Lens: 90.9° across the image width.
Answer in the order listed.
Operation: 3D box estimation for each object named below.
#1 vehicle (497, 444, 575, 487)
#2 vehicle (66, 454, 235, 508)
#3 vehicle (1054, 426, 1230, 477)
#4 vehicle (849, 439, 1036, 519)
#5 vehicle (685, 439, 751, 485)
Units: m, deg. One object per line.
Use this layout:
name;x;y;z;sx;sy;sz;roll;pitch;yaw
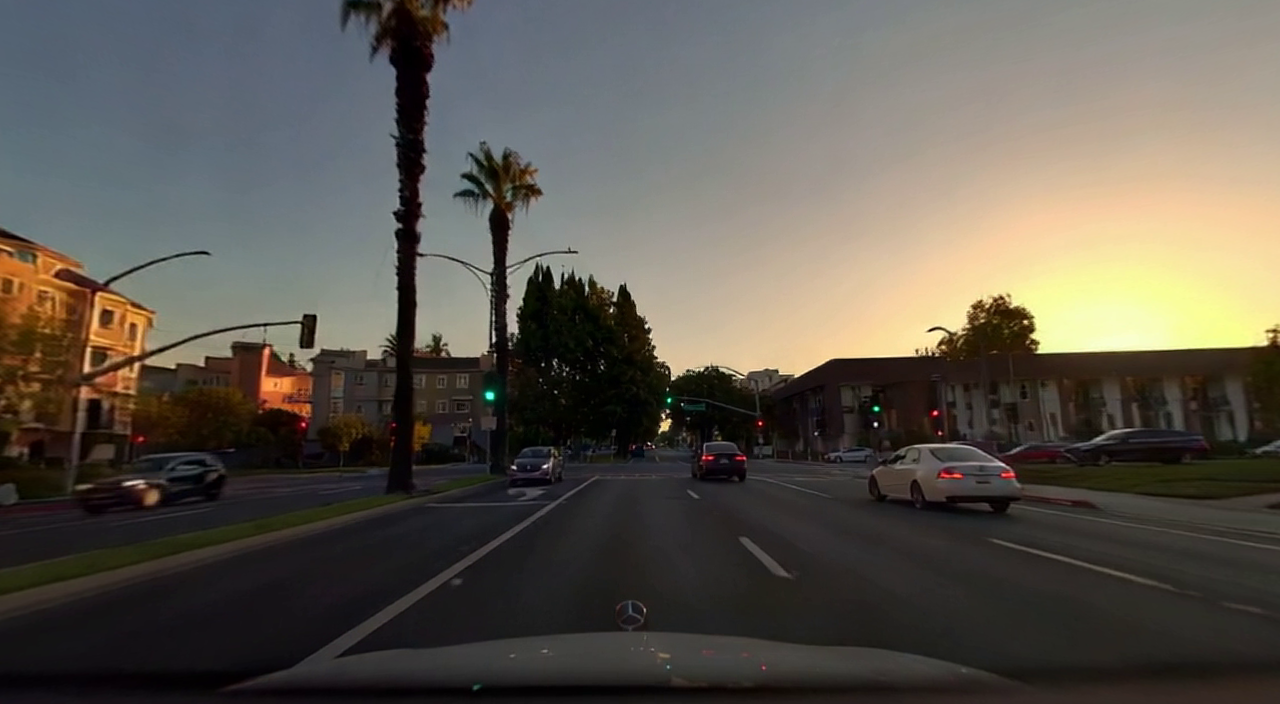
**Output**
vehicle;-3.787;4.193;23.661;2.037;1.472;4.152;0;-9;2
vehicle;-15.636;4.110;20.531;1.902;1.466;4.463;0;-9;0
vehicle;19.255;3.809;24.365;4.999;1.833;2.114;0;-8;-2
vehicle;6.461;2.736;14.165;1.890;1.471;4.566;0;-9;-1
vehicle;2.958;4.290;24.860;2.009;1.639;4.267;0;-9;-1
